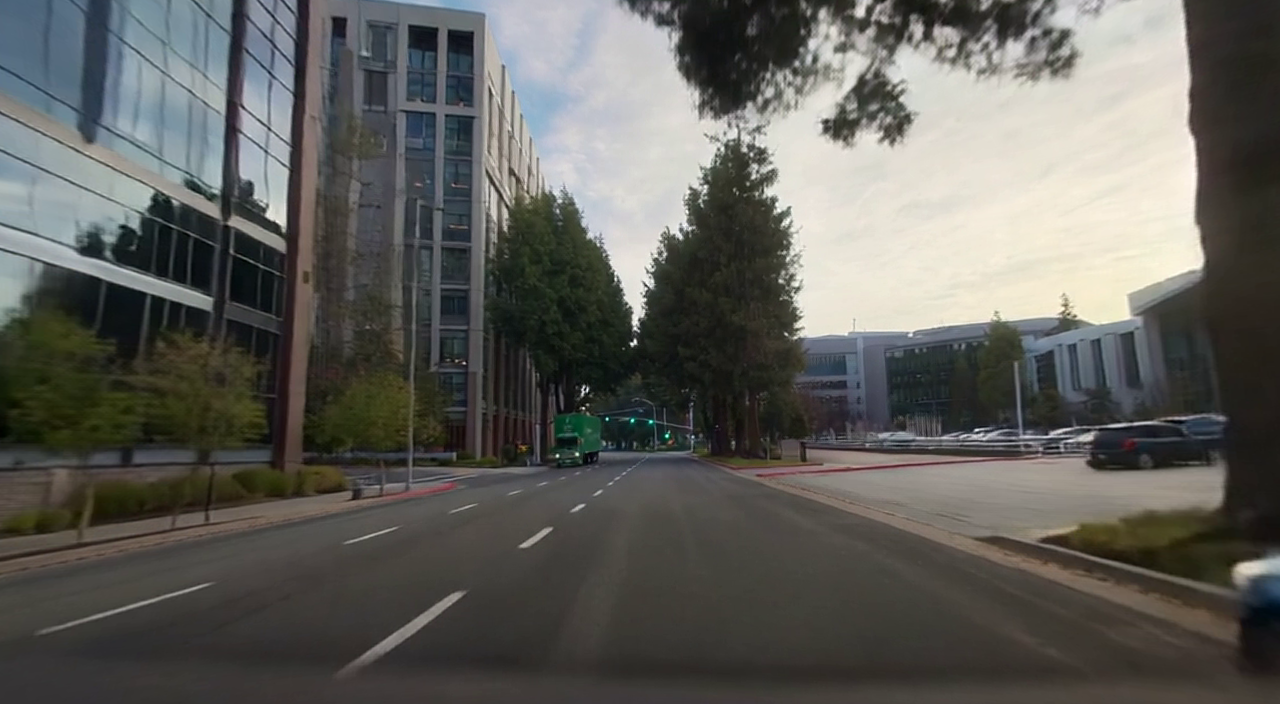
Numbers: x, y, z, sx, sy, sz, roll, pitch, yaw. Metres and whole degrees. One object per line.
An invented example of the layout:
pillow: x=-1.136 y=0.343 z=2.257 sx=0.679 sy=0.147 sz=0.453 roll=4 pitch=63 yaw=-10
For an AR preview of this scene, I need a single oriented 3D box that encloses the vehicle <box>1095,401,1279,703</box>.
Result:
vehicle: x=3.718 y=0.773 z=1.419 sx=2.098 sy=1.509 sz=4.389 roll=0 pitch=-9 yaw=0
